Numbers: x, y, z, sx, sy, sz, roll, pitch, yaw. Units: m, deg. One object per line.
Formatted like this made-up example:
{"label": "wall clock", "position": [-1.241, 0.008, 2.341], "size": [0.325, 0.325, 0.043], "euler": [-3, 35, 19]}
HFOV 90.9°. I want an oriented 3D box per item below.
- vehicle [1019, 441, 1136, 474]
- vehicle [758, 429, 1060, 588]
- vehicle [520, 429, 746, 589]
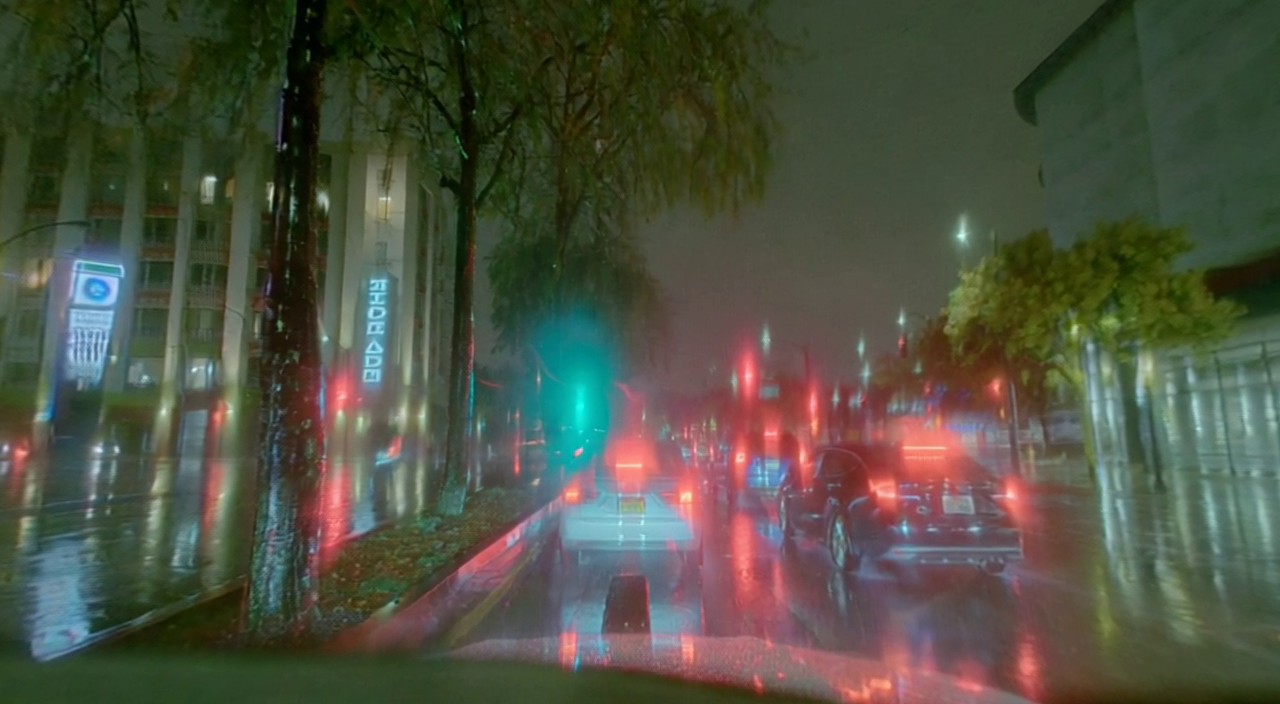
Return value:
{"label": "vehicle", "position": [23.063, 5.571, 33.362], "size": [4.610, 1.622, 1.934], "euler": [-1, -8, 4]}
{"label": "vehicle", "position": [2.901, 1.769, 8.024], "size": [1.893, 1.446, 4.270], "euler": [0, -8, -1]}
{"label": "vehicle", "position": [-0.100, 1.759, 7.961], "size": [2.087, 1.456, 4.143], "euler": [0, -8, -1]}
